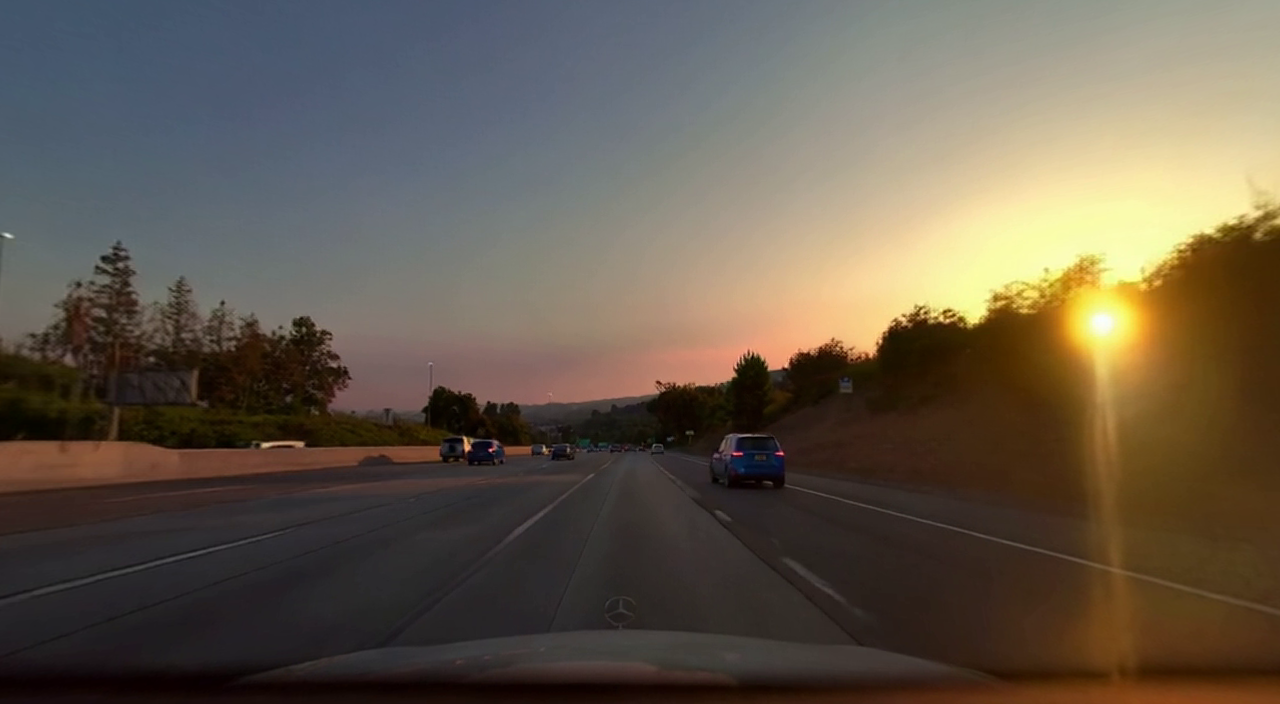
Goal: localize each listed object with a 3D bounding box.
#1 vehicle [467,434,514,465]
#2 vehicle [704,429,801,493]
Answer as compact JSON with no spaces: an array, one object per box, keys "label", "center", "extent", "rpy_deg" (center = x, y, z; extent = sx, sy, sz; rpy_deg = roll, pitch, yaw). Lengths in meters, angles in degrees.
[{"label":"vehicle","center":[-11.244,7.383,47.677],"extent":[2.261,2.230,5.435],"rpy_deg":[0,-9,0]},{"label":"vehicle","center":[3.579,3.594,21.098],"extent":[2.184,1.892,4.763],"rpy_deg":[0,-8,-2]}]
